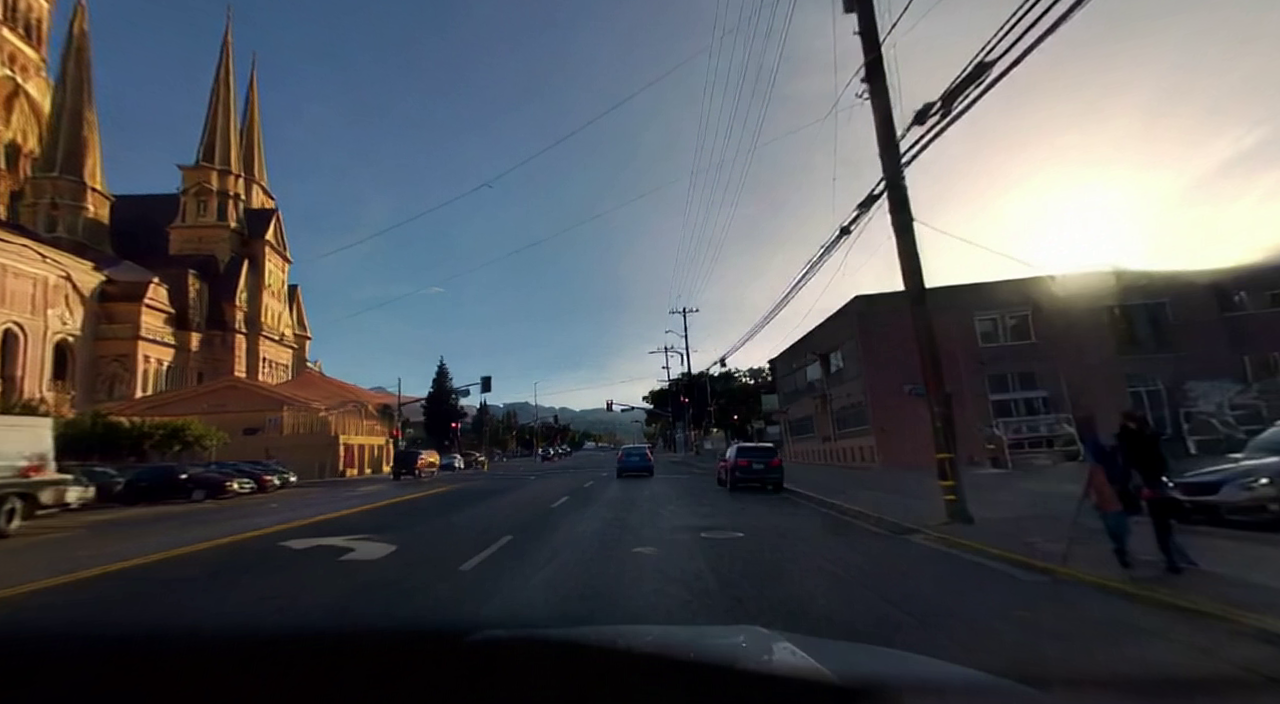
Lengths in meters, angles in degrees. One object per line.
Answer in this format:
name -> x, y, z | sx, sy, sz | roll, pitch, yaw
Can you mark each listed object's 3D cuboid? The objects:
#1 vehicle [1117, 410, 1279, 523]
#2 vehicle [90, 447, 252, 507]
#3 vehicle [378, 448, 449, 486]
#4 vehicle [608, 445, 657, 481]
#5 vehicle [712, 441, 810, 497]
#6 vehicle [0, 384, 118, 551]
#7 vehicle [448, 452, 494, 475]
vehicle -> 10.433, 1.633, 9.807 | 4.340, 1.507, 1.936 | -4, -8, 1
vehicle -> -18.668, 4.957, 25.315 | 4.888, 1.920, 2.055 | -4, -9, 0
vehicle -> -12.442, 6.302, 35.102 | 2.071, 1.814, 5.185 | -3, -8, 0
vehicle -> -0.338, 4.902, 28.263 | 2.049, 1.453, 4.299 | 0, -8, -1
vehicle -> 3.628, 3.604, 19.877 | 1.944, 1.530, 4.539 | 0, -8, -3
vehicle -> -12.042, 1.880, 9.592 | 2.961, 2.739, 6.276 | -4, -8, -1
vehicle -> -12.301, 8.164, 46.329 | 1.980, 1.502, 4.655 | 0, -8, 1
